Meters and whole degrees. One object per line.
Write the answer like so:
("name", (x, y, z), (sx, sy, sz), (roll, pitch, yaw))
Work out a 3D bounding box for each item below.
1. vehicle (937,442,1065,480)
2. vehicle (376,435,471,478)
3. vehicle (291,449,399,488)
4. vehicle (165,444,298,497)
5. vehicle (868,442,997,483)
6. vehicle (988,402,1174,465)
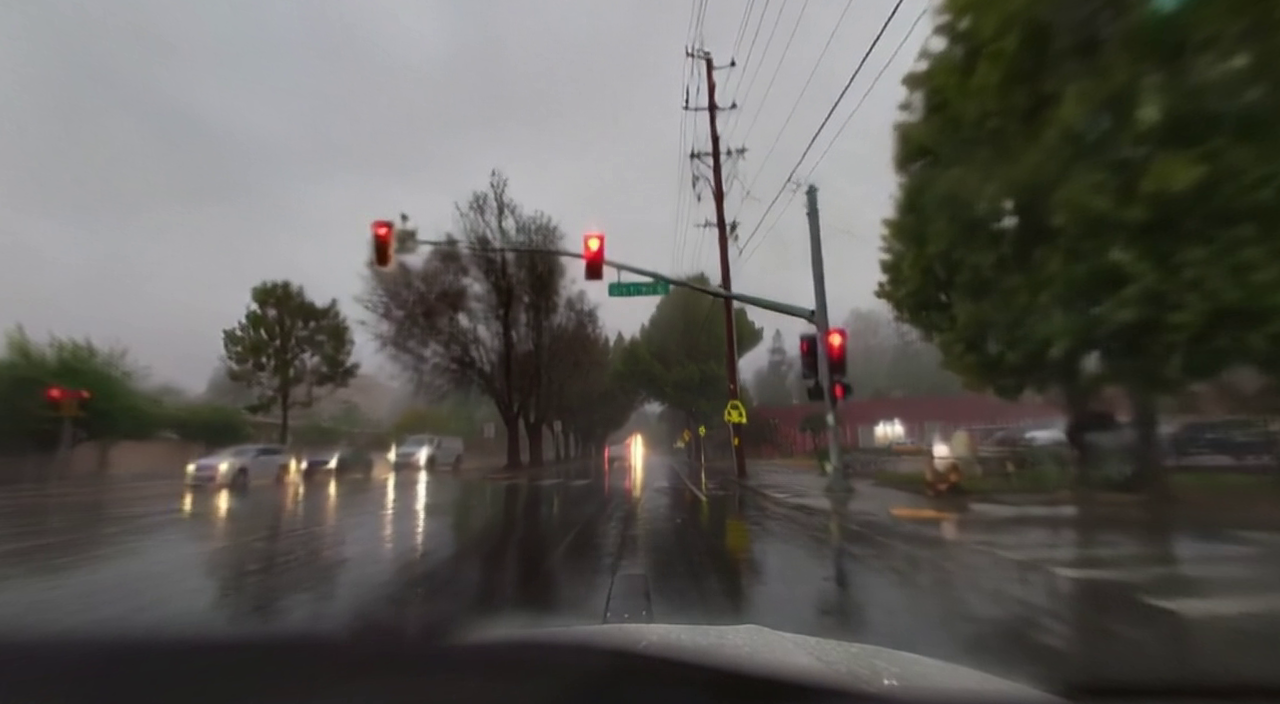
("vehicle", (15.383, 4.611, 27.108), (1.994, 1.453, 4.249), (3, -9, -28))
("vehicle", (-12.310, 5.990, 36.523), (2.798, 2.249, 6.296), (-1, -9, 6))
("vehicle", (-12.652, 5.003, 27.450), (2.090, 1.519, 4.919), (-1, -9, 3))
("vehicle", (-16.156, 4.668, 25.290), (2.112, 1.880, 4.479), (-1, -9, 4))
("vehicle", (12.283, 4.621, 26.852), (1.897, 1.532, 4.694), (4, -9, -28))
("vehicle", (18.393, 3.500, 26.707), (2.609, 2.332, 5.734), (4, -10, -27))
